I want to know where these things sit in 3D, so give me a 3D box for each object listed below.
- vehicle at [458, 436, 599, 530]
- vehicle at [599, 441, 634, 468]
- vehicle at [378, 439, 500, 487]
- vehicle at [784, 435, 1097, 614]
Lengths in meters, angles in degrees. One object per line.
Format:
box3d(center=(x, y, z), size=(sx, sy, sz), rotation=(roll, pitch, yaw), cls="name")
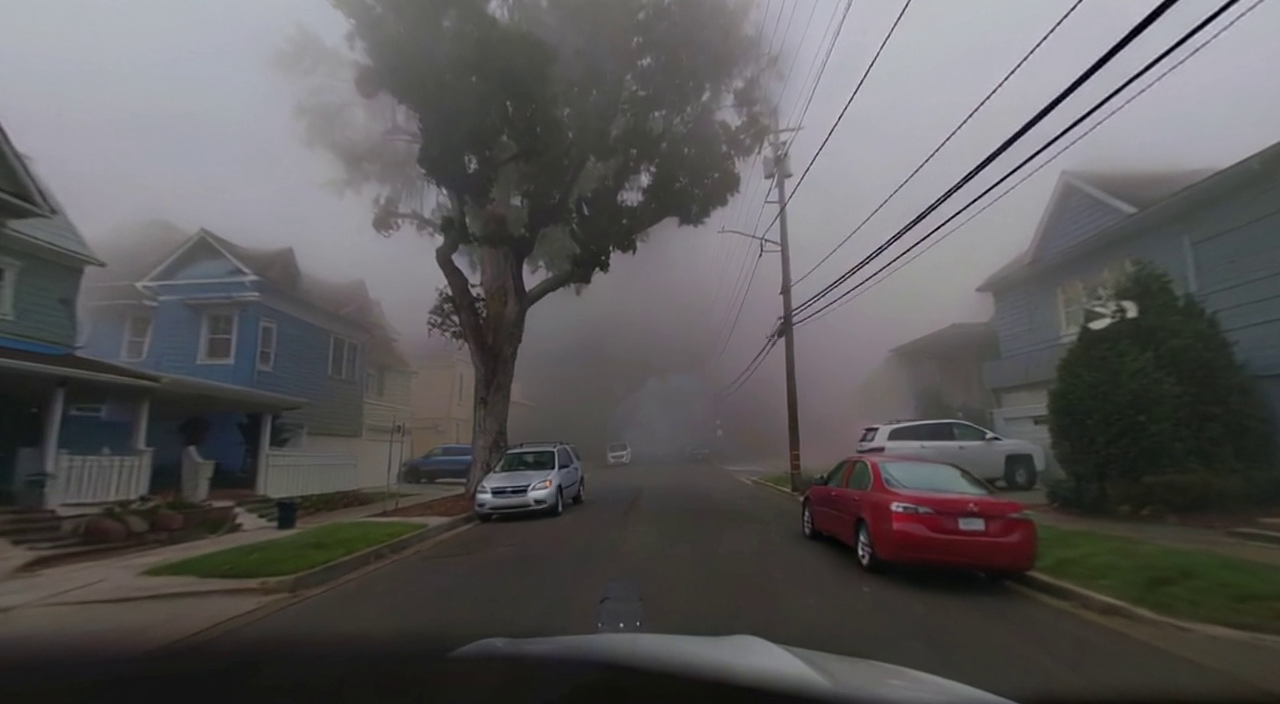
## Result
box3d(center=(-2.477, 3.040, 15.444), size=(2.204, 1.655, 4.813), rotation=(-8, -8, 2), cls="vehicle")
box3d(center=(-1.629, 7.295, 45.304), size=(2.082, 1.759, 4.541), rotation=(-2, -8, 2), cls="vehicle")
box3d(center=(-7.976, 4.400, 25.327), size=(4.088, 1.779, 2.109), rotation=(0, -7, 5), cls="vehicle")
box3d(center=(3.401, 1.957, 8.412), size=(2.043, 1.631, 4.613), rotation=(1, -7, 2), cls="vehicle")
